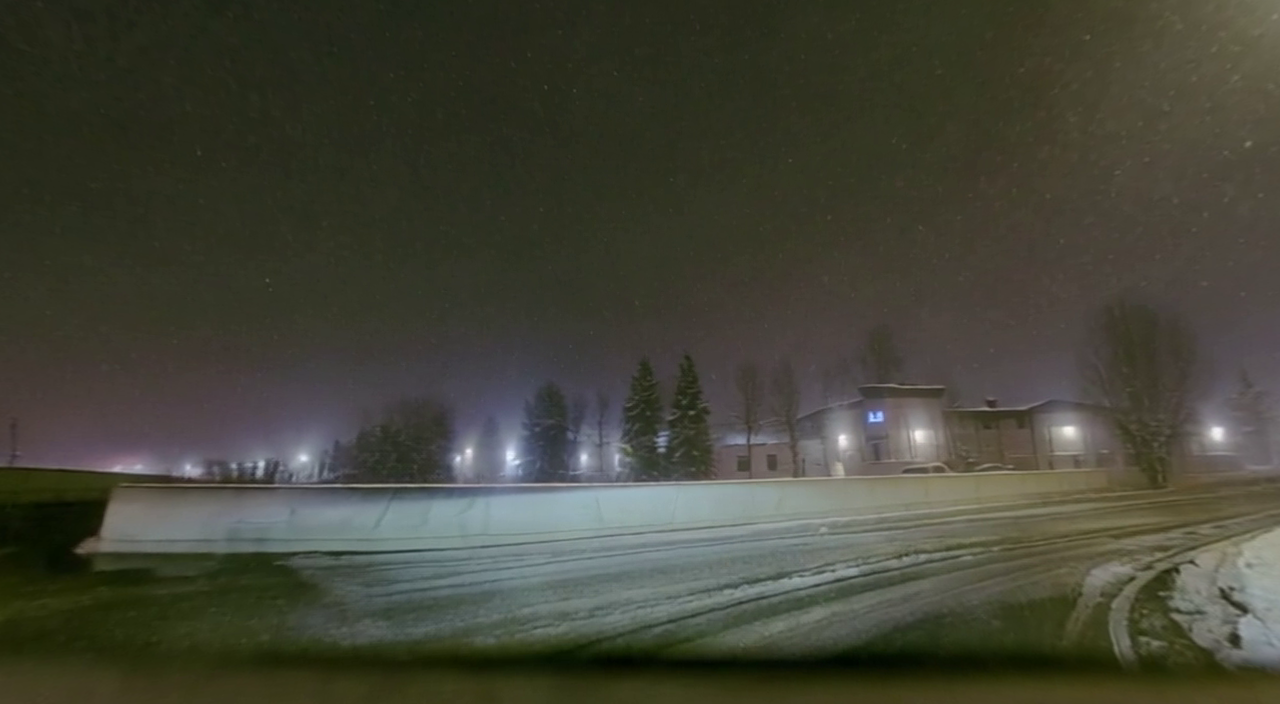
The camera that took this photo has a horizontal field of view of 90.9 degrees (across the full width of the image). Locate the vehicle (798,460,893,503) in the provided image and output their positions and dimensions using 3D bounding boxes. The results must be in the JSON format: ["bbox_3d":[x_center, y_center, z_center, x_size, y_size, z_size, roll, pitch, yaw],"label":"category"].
[{"bbox_3d":[8.454,5.470,26.341,1.944,1.608,3.715,4,-14,-16],"label":"vehicle"}]

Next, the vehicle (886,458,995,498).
[{"bbox_3d":[12.299,5.246,26.063,1.833,1.490,3.705,6,-13,-22],"label":"vehicle"}]

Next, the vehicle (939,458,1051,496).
[{"bbox_3d":[15.537,5.499,27.823,1.825,1.512,3.943,5,-11,-22],"label":"vehicle"}]
